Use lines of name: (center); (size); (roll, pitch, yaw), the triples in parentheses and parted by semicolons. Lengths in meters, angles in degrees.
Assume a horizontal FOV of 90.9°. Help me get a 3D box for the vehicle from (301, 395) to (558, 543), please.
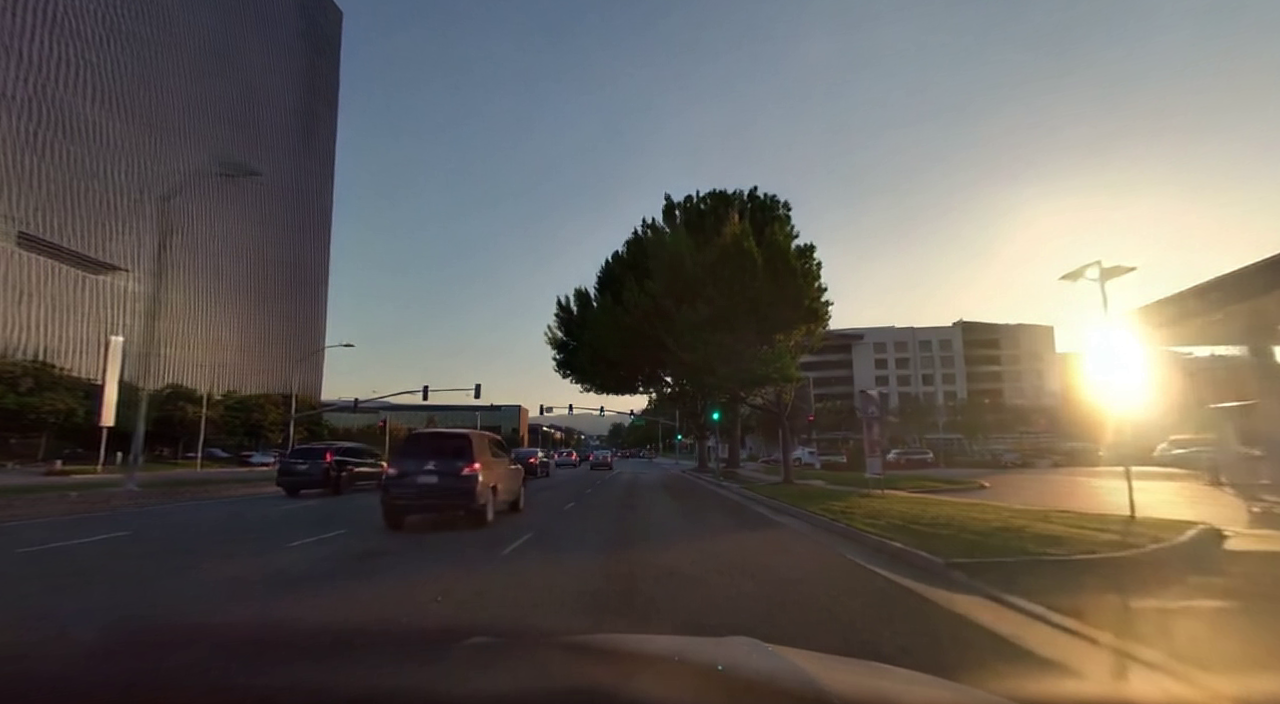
vehicle: (-3.420, 2.155, 12.225); (2.602, 2.091, 6.347); (0, -9, 2)
